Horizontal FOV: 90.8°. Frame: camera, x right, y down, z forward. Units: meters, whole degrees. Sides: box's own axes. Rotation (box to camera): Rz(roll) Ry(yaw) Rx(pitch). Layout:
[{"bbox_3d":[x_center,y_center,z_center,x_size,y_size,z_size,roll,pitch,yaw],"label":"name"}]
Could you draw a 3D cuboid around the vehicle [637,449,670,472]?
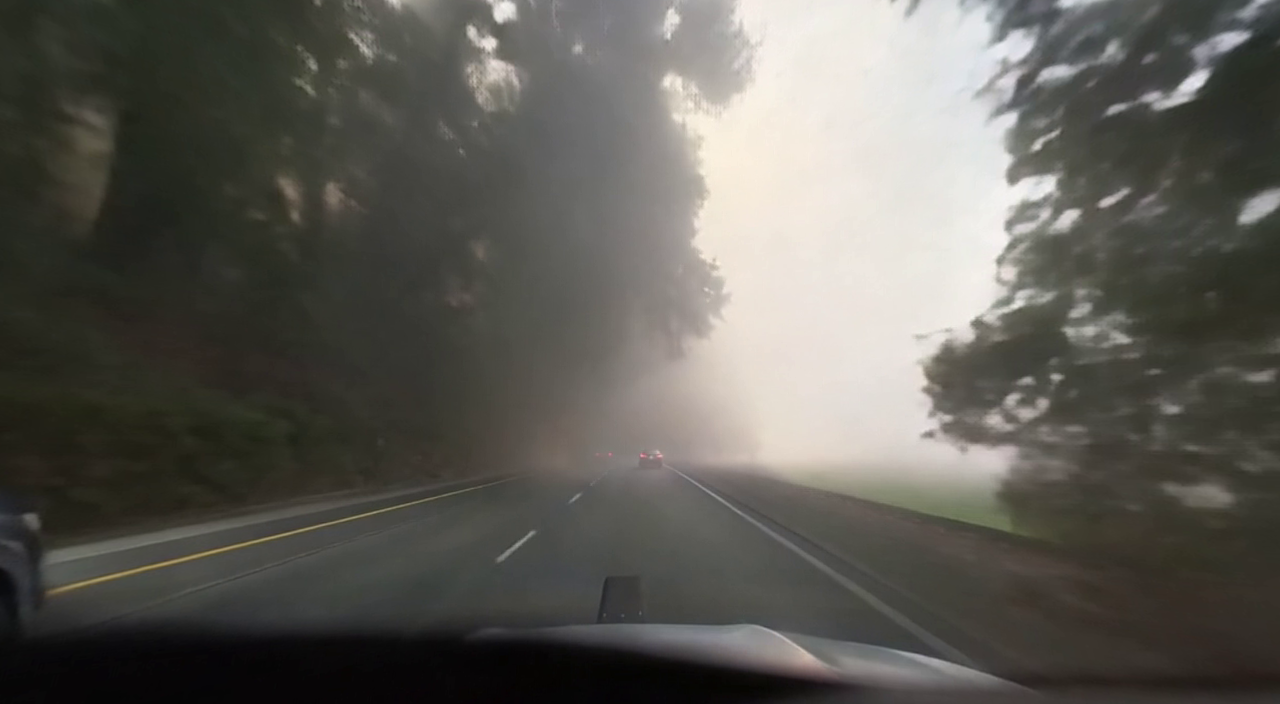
[{"bbox_3d":[0.858,7.266,42.404,2.046,1.452,4.407,0,-9,-1],"label":"vehicle"}]
